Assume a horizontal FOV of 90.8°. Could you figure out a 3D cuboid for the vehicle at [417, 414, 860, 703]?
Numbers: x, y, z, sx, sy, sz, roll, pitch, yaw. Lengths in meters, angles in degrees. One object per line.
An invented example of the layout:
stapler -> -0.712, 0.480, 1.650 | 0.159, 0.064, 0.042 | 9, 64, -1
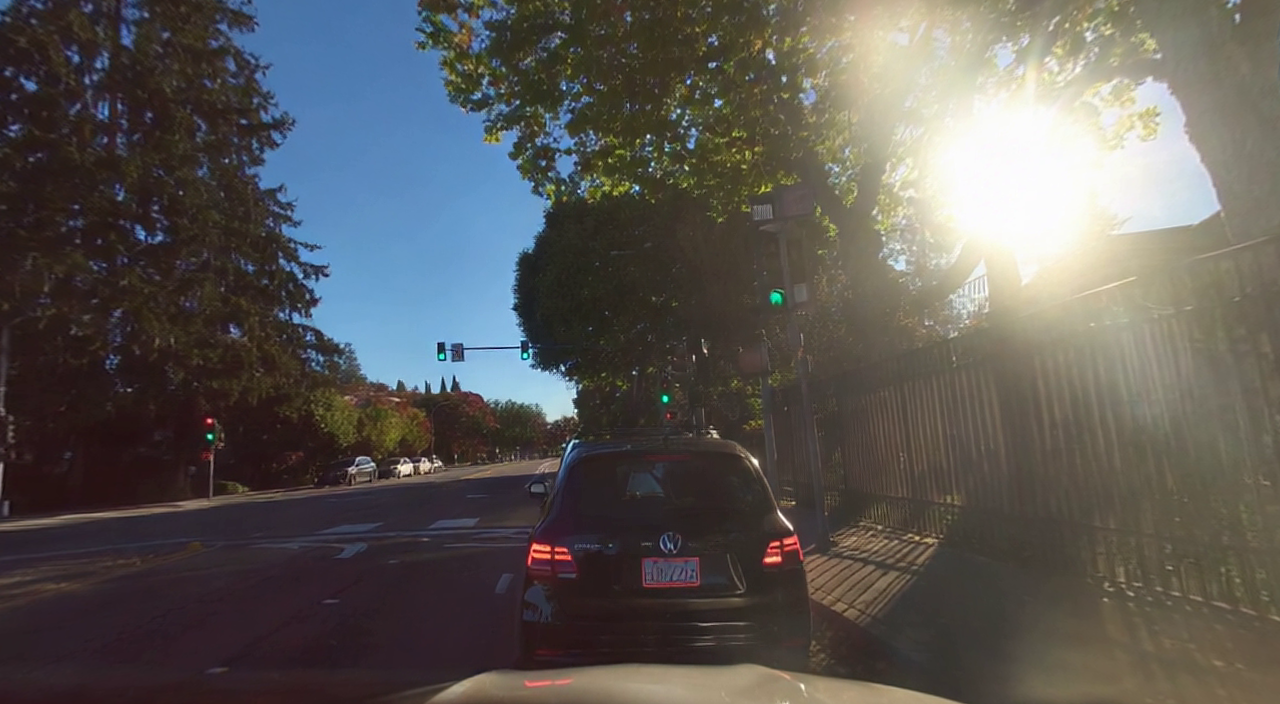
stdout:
vehicle -> -0.154, 1.317, 4.783 | 2.024, 1.502, 3.702 | 1, -9, -5
